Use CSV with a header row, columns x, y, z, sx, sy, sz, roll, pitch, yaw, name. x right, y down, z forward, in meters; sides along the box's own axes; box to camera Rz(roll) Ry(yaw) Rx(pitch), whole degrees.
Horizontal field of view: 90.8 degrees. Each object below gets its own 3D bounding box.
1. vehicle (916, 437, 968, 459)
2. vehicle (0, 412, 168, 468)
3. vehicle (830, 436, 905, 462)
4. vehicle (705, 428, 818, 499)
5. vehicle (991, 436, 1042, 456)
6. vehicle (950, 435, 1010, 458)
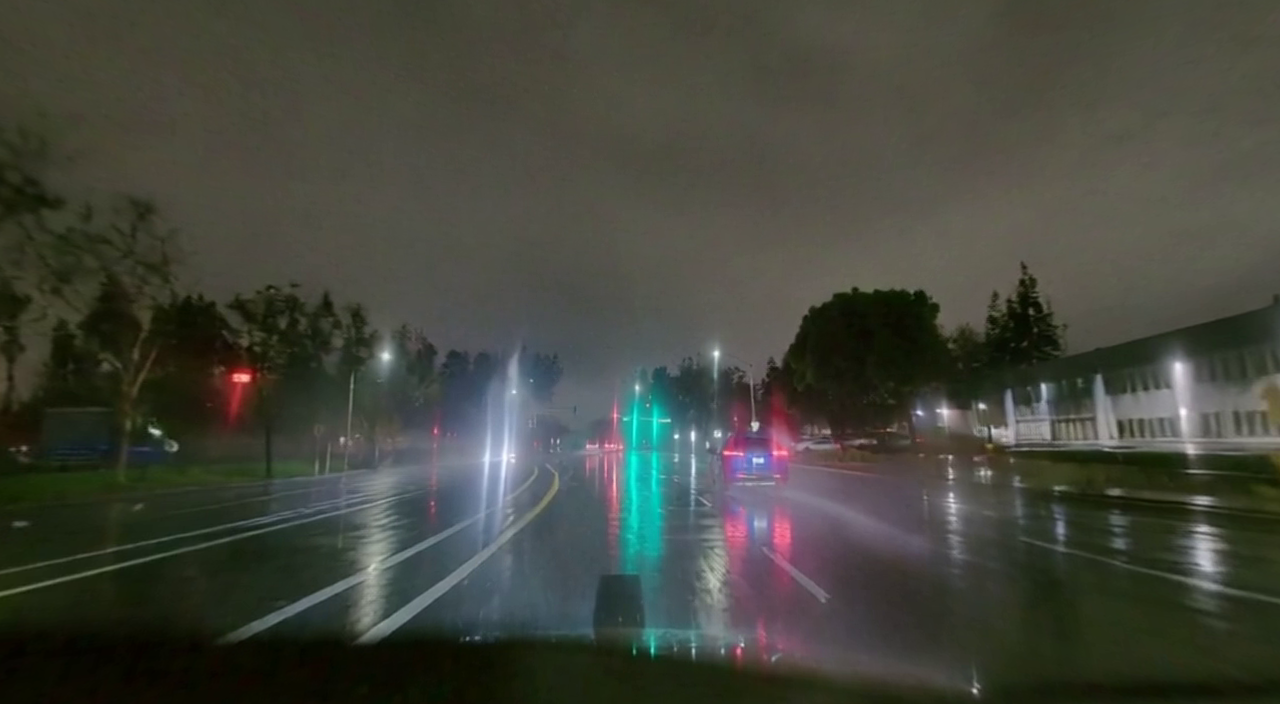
x,y,z,sx,sy,sz,roll,pitch,yaw,name
20.581,6.505,43.218,1.553,1.382,4.105,-1,-7,0,vehicle
-33.590,5.327,38.318,7.388,3.256,2.750,0,-8,-2,vehicle
17.274,7.342,47.974,4.814,1.682,2.128,-1,-8,-10,vehicle
3.126,2.978,17.254,2.060,1.665,4.284,0,-8,-2,vehicle
25.824,6.470,43.426,1.446,1.342,3.291,0,-8,0,vehicle
23.296,6.487,43.504,1.815,1.517,3.962,0,-8,-2,vehicle
